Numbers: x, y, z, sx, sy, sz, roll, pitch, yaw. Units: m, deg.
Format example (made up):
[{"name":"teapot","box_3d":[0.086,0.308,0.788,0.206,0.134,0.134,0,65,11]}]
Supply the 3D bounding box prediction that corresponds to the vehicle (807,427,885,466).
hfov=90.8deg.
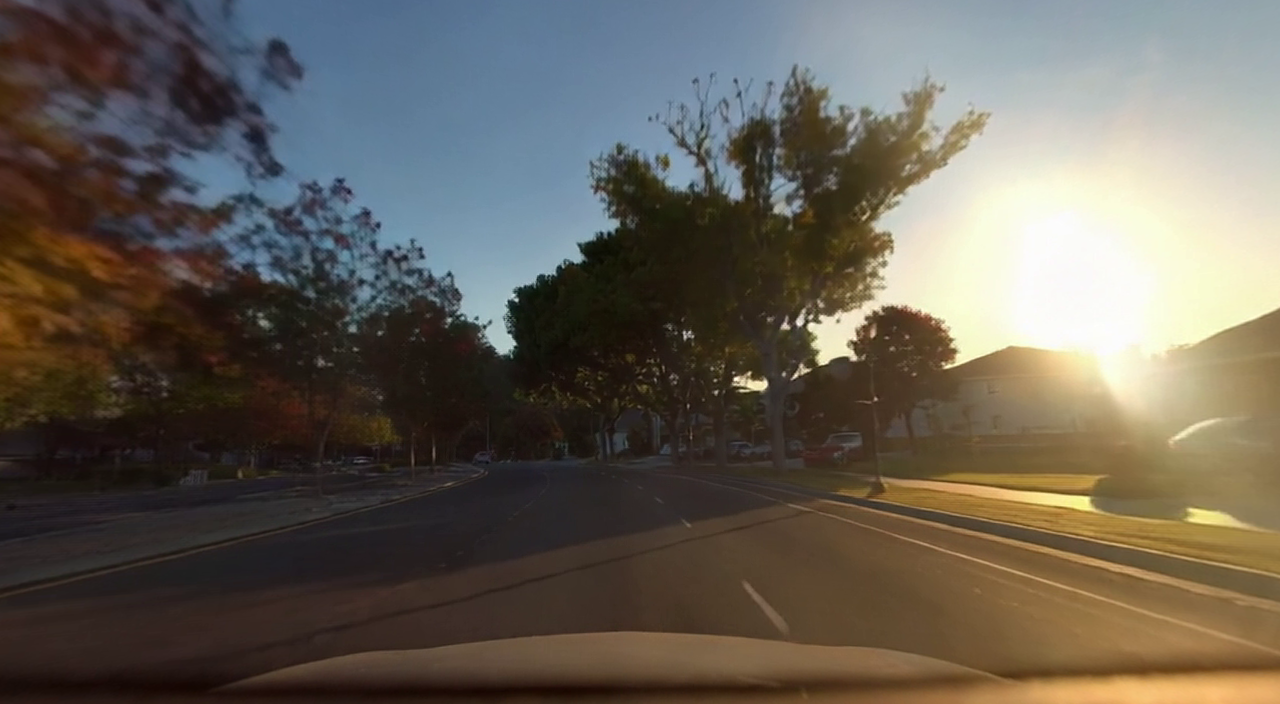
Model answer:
[{"name":"vehicle","box_3d":[11.307,5.166,34.467,2.110,1.863,4.977,-10,-13,39]}]
